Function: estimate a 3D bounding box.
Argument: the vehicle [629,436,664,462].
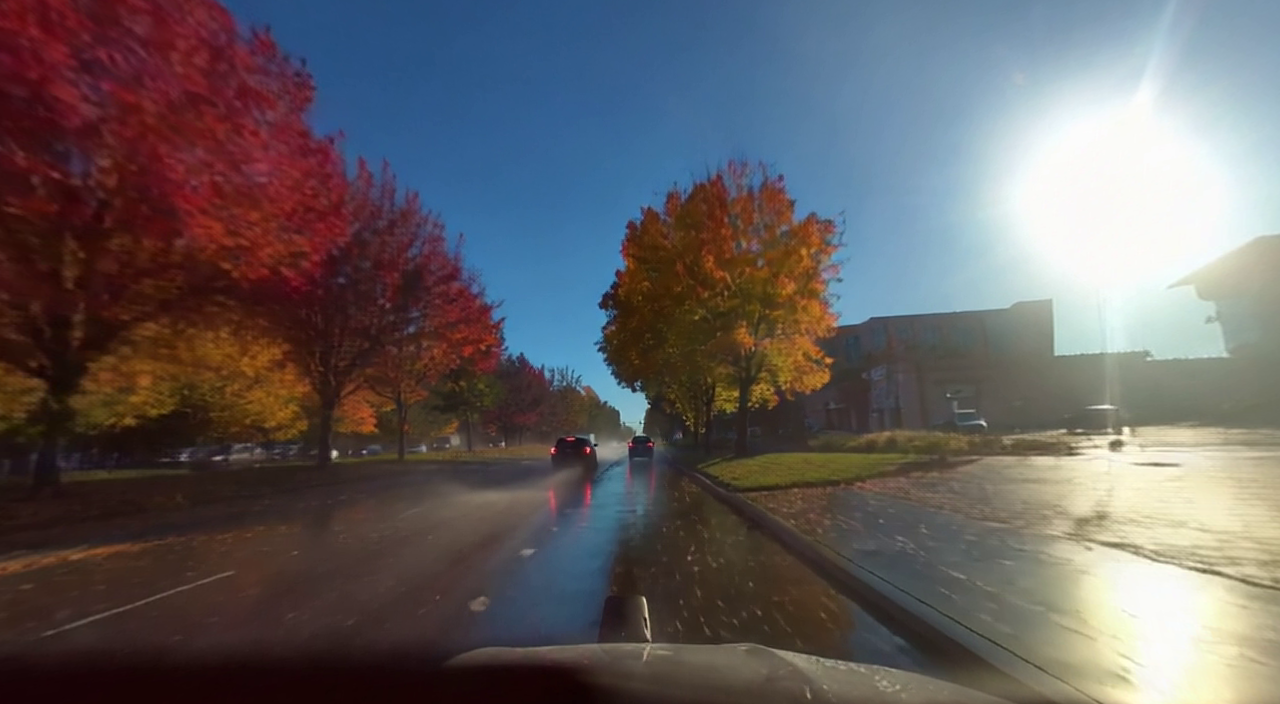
[{"bbox_3d":[0.363,5.983,38.993,2.040,1.493,3.682,0,-8,0],"label":"vehicle"}]

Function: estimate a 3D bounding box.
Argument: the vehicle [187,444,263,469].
[{"bbox_3d":[-27.769,6.976,42.292,1.834,1.473,4.642,0,-8,1],"label":"vehicle"}]

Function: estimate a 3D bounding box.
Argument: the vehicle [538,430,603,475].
[{"bbox_3d":[-2.836,4.233,26.747,2.197,1.709,4.069,0,-8,2],"label":"vehicle"}]
